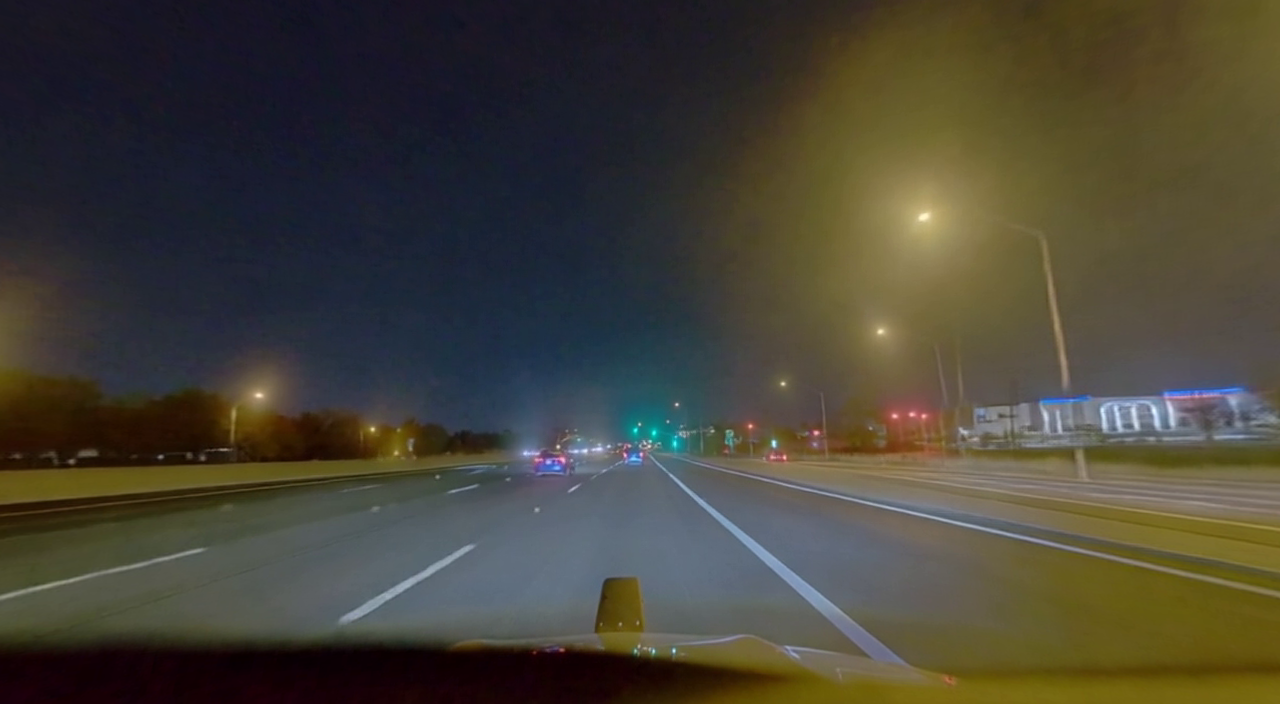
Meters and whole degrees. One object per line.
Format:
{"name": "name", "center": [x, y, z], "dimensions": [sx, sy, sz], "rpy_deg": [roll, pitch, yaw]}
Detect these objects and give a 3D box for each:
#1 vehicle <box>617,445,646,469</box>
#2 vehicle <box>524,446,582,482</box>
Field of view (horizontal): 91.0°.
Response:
{"name": "vehicle", "center": [-0.607, 7.908, 47.501], "dimensions": [2.102, 1.692, 4.057], "rpy_deg": [0, -9, 1]}
{"name": "vehicle", "center": [-4.034, 5.292, 29.959], "dimensions": [2.071, 1.553, 4.388], "rpy_deg": [0, -9, 1]}
